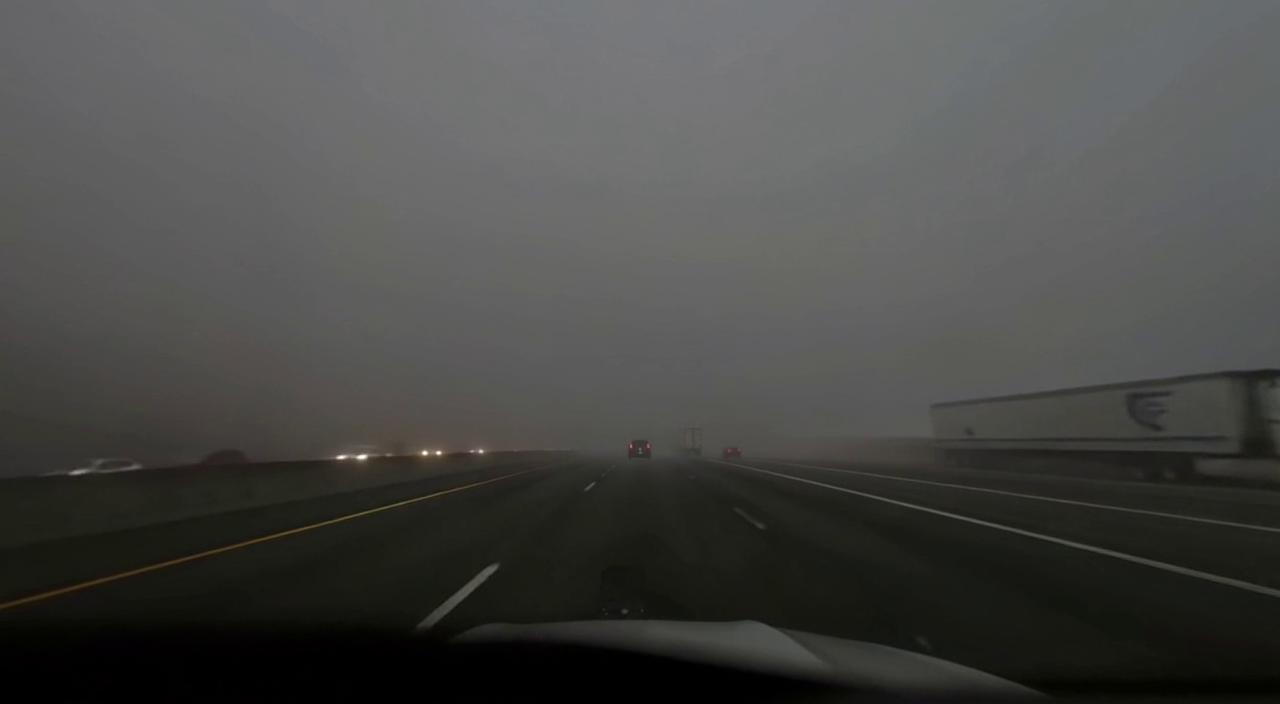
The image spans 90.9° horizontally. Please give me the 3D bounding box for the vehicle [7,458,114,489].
[{"bbox_3d":[-31.327,6.535,34.268,1.823,1.455,4.167,0,-8,0],"label":"vehicle"}]

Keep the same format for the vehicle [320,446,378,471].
[{"bbox_3d":[-21.357,7.822,46.519,1.997,1.681,4.625,0,-8,1],"label":"vehicle"}]

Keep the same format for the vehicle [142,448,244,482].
[{"bbox_3d":[-24.958,6.295,35.506,2.030,1.772,4.969,0,-8,1],"label":"vehicle"}]
